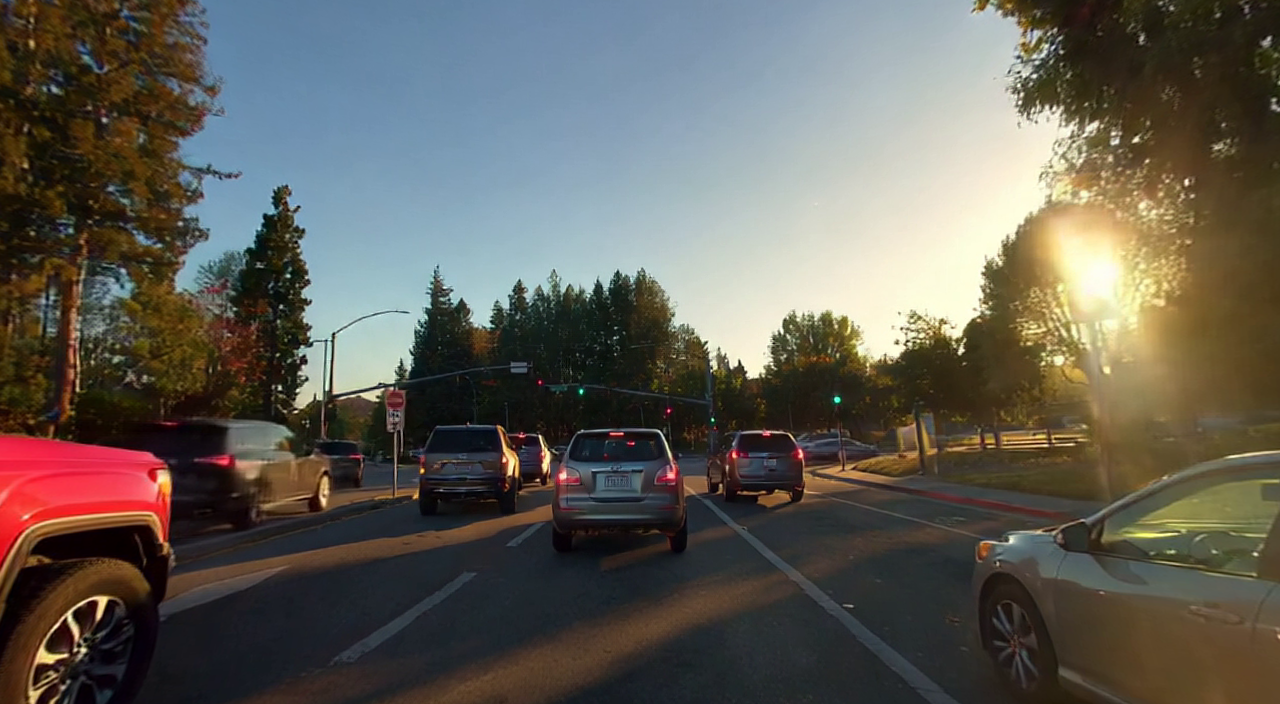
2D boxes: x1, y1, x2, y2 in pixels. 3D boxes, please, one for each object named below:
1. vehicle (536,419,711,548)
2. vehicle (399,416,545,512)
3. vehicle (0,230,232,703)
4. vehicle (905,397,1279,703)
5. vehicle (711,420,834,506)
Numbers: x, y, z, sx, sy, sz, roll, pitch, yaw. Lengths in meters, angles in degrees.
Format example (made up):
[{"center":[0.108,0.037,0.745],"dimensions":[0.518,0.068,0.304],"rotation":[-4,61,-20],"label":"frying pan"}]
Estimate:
[{"center":[-0.219,1.936,9.872],"dimensions":[2.194,1.607,3.690],"rotation":[0,-8,0],"label":"vehicle"},{"center":[-3.632,2.521,14.652],"dimensions":[2.089,1.857,4.488],"rotation":[0,-8,1],"label":"vehicle"},{"center":[-3.484,0.350,0.317],"dimensions":[2.656,2.021,5.800],"rotation":[0,-8,0],"label":"vehicle"},{"center":[3.017,0.960,2.516],"dimensions":[1.874,1.477,4.698],"rotation":[0,-8,0],"label":"vehicle"},{"center":[3.133,2.749,16.011],"dimensions":[2.102,1.841,4.587],"rotation":[0,-8,0],"label":"vehicle"}]
